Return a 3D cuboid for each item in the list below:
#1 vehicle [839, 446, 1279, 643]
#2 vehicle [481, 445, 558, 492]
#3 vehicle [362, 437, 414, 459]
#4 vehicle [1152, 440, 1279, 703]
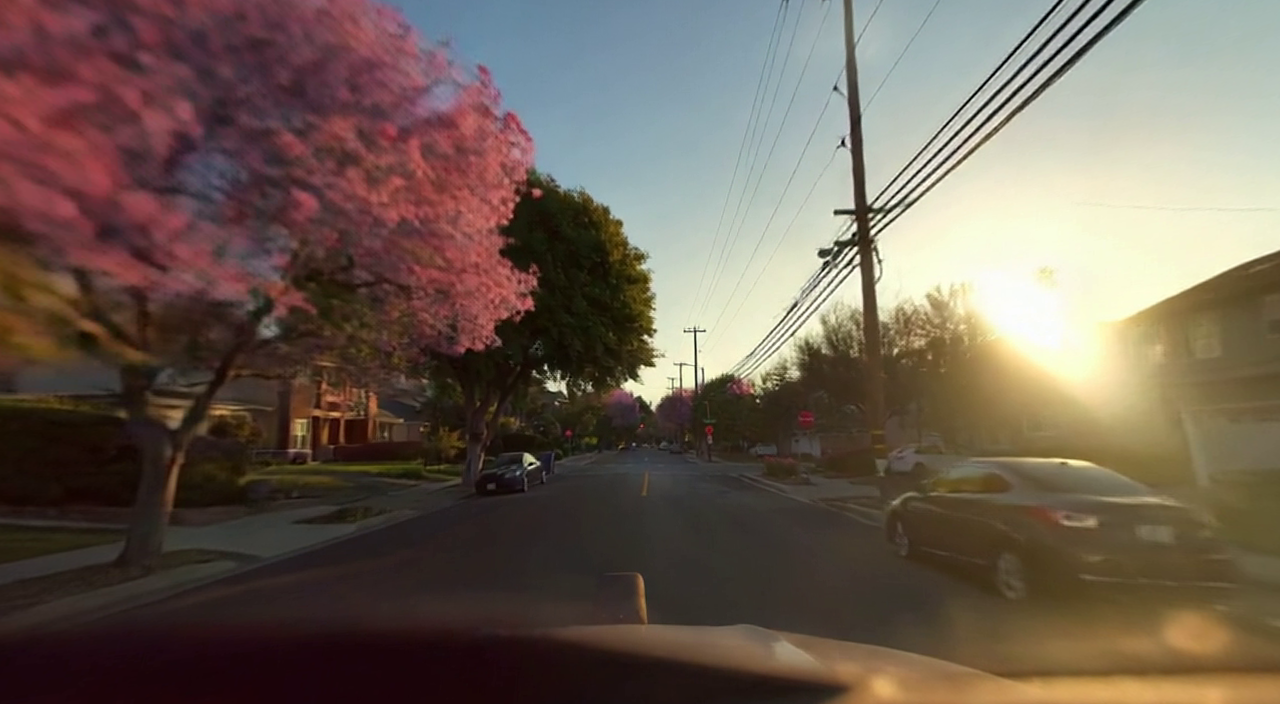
[{"bbox_3d":[4.270,1.847,7.403,2.074,1.466,5.046,0,-9,-2],"label":"vehicle"},{"bbox_3d":[-4.406,4.307,23.762,1.938,1.508,4.481,0,-7,1],"label":"vehicle"},{"bbox_3d":[-18.412,6.984,46.028,1.870,1.492,4.472,8,-12,-43],"label":"vehicle"},{"bbox_3d":[4.204,0.931,1.418,2.006,1.489,4.753,0,-8,-2],"label":"vehicle"}]
